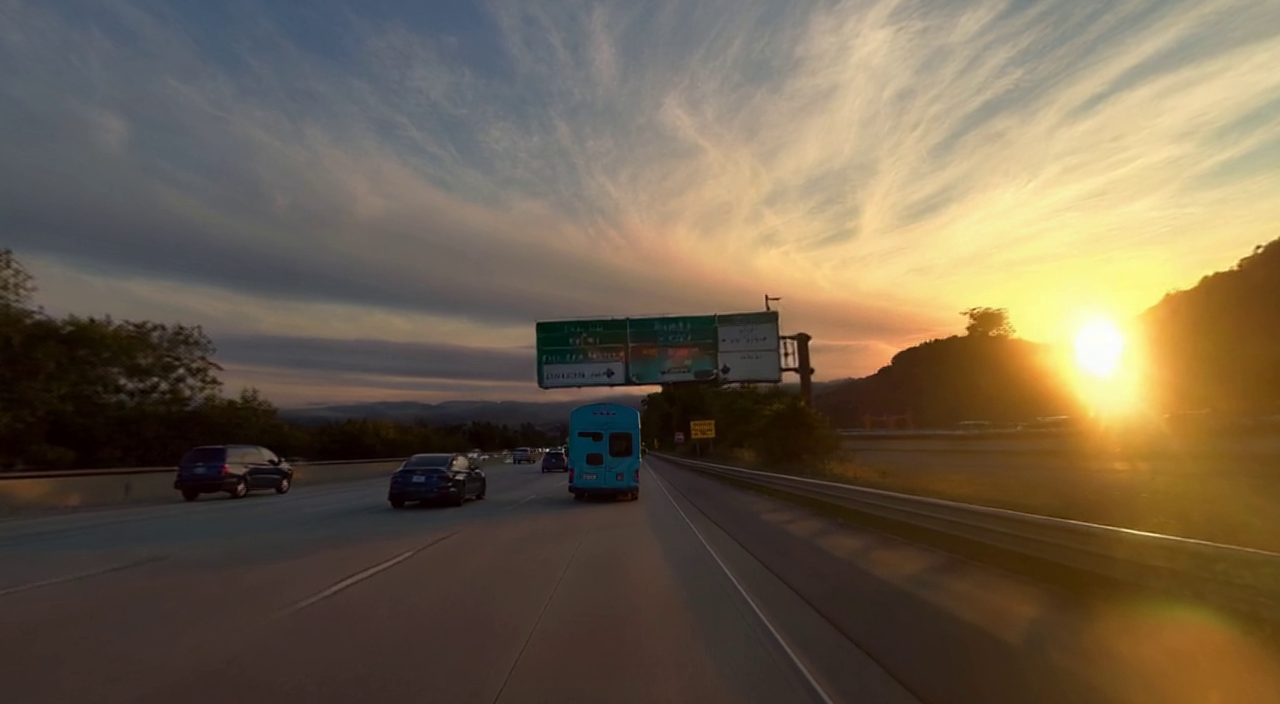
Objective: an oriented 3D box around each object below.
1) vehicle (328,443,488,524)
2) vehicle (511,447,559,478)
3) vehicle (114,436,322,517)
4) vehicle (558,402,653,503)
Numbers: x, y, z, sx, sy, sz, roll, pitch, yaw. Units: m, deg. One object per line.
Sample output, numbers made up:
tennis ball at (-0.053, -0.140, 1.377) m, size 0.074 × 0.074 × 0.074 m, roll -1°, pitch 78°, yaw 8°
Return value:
vehicle at (-4.717, 2.704, 13.499) m, size 1.876 × 1.438 × 4.072 m, roll 0°, pitch -9°, yaw 0°
vehicle at (-5.300, 5.580, 32.003) m, size 1.872 × 1.480 × 3.545 m, roll 0°, pitch -9°, yaw -1°
vehicle at (-9.694, 2.863, 14.988) m, size 2.010 × 1.621 × 4.252 m, roll 0°, pitch -9°, yaw -1°
vehicle at (-0.916, 2.963, 18.743) m, size 2.394 × 2.556 × 5.232 m, roll 0°, pitch -9°, yaw -1°
